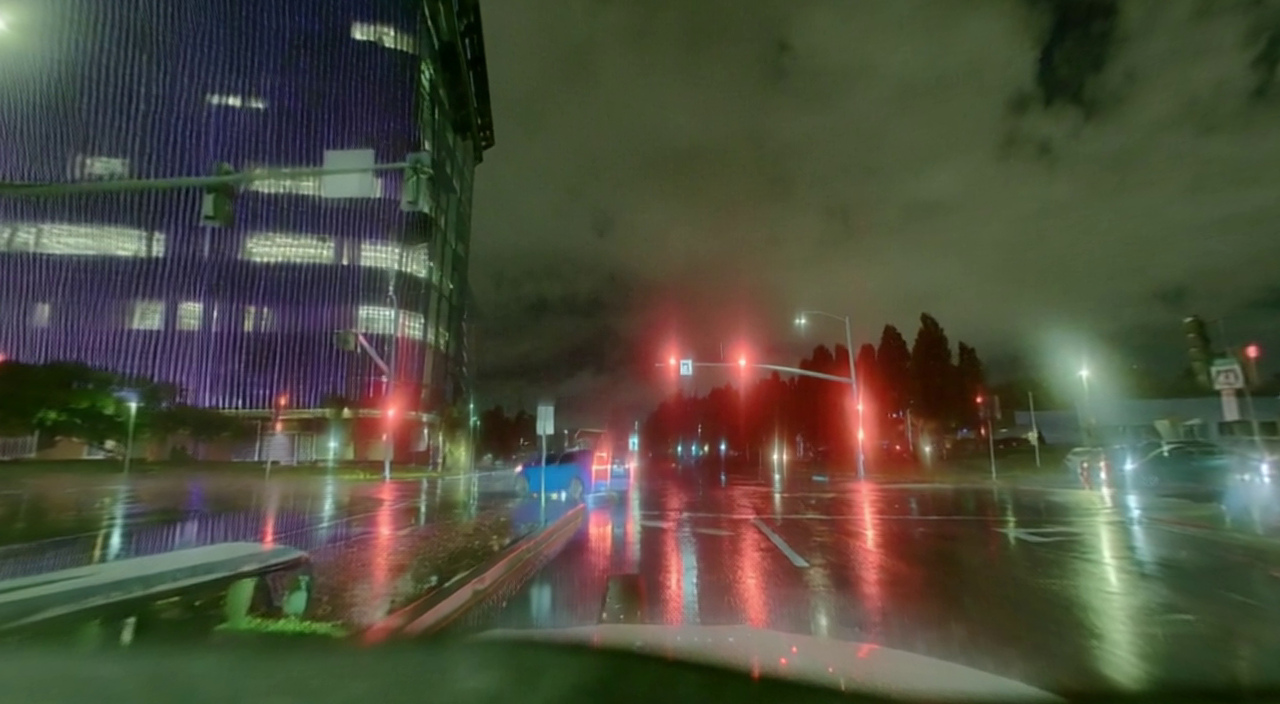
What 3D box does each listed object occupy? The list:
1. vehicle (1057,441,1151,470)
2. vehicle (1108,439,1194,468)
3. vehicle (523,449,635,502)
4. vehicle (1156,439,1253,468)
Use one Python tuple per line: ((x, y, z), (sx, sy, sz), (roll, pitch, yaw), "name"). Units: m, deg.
((25.491, 5.698, 34.788), (2.021, 1.484, 4.454), (0, -9, 4), "vehicle")
((27.822, 5.540, 34.439), (1.816, 1.476, 3.652), (0, -9, 4), "vehicle")
((-2.111, 3.995, 20.843), (2.014, 1.525, 4.197), (6, -10, -32), "vehicle")
((30.370, 5.453, 34.037), (1.946, 1.467, 3.670), (0, -9, 4), "vehicle")
